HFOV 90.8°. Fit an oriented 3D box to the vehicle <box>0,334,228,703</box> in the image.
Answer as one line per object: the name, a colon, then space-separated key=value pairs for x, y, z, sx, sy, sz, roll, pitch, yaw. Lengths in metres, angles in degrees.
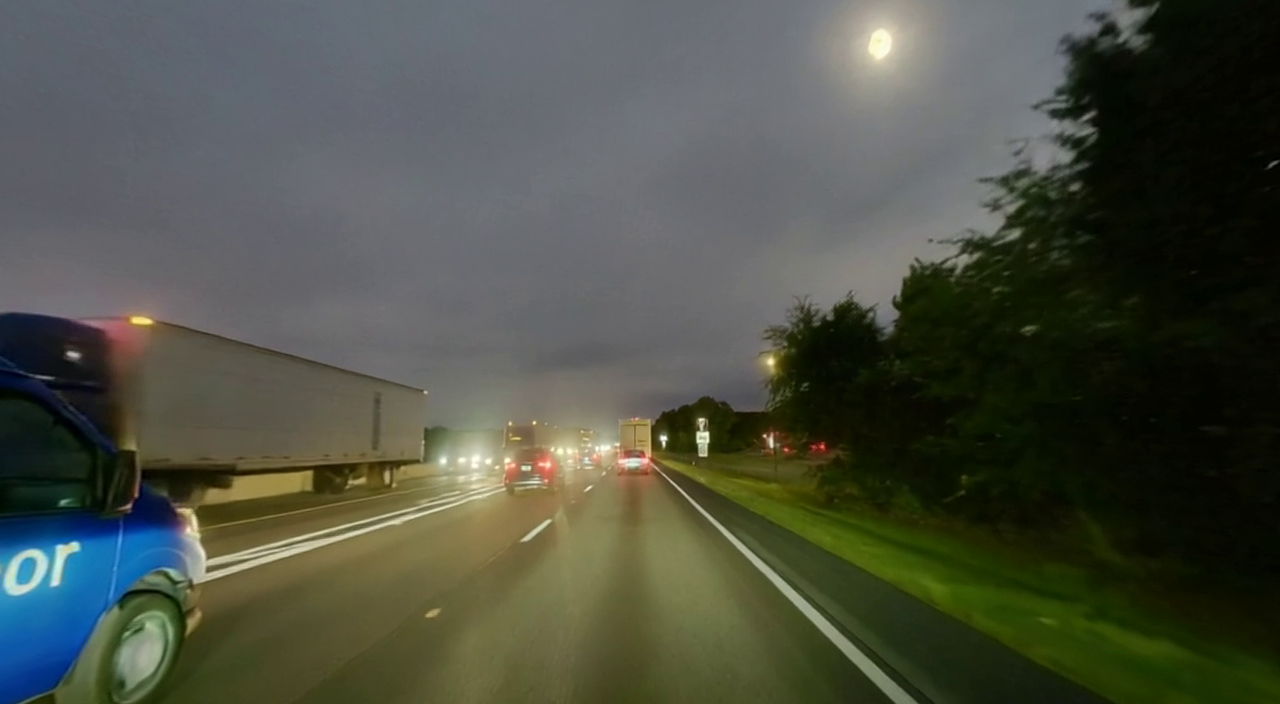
vehicle: x=-3.154 y=0.617 z=0.840 sx=2.117 sy=1.688 sz=4.582 roll=0 pitch=-9 yaw=0

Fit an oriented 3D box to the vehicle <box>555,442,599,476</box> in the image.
vehicle: x=-3.291 y=5.652 z=33.570 sx=1.994 sy=1.663 sz=4.047 roll=0 pitch=-9 yaw=-1

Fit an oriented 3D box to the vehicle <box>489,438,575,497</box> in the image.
vehicle: x=-3.212 y=3.517 z=19.635 sx=1.937 sy=1.600 sz=4.141 roll=0 pitch=-9 yaw=0

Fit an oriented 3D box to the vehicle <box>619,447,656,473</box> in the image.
vehicle: x=-0.171 y=6.326 z=37.171 sx=2.095 sy=1.393 sz=3.908 roll=0 pitch=-9 yaw=-1
